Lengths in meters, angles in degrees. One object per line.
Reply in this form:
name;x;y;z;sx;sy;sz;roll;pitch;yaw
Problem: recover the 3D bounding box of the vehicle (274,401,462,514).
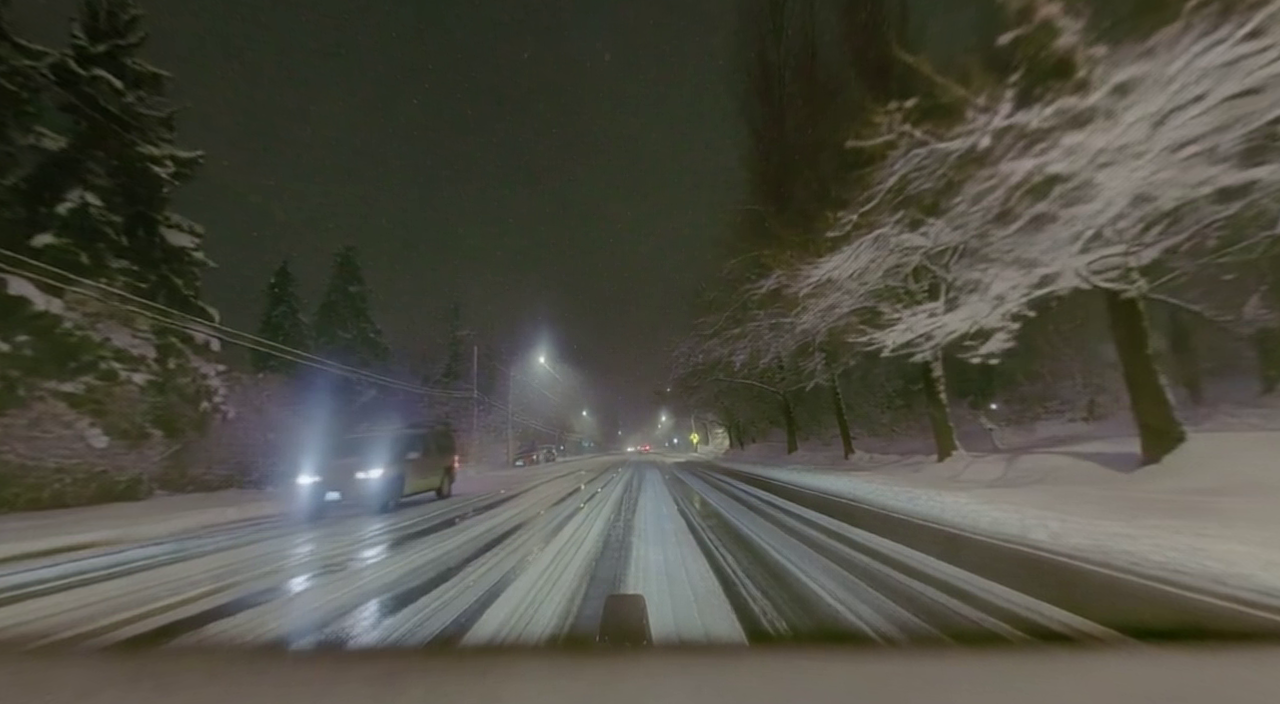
vehicle;-8.856;3.592;22.021;2.757;3.141;8.316;0;-9;1
